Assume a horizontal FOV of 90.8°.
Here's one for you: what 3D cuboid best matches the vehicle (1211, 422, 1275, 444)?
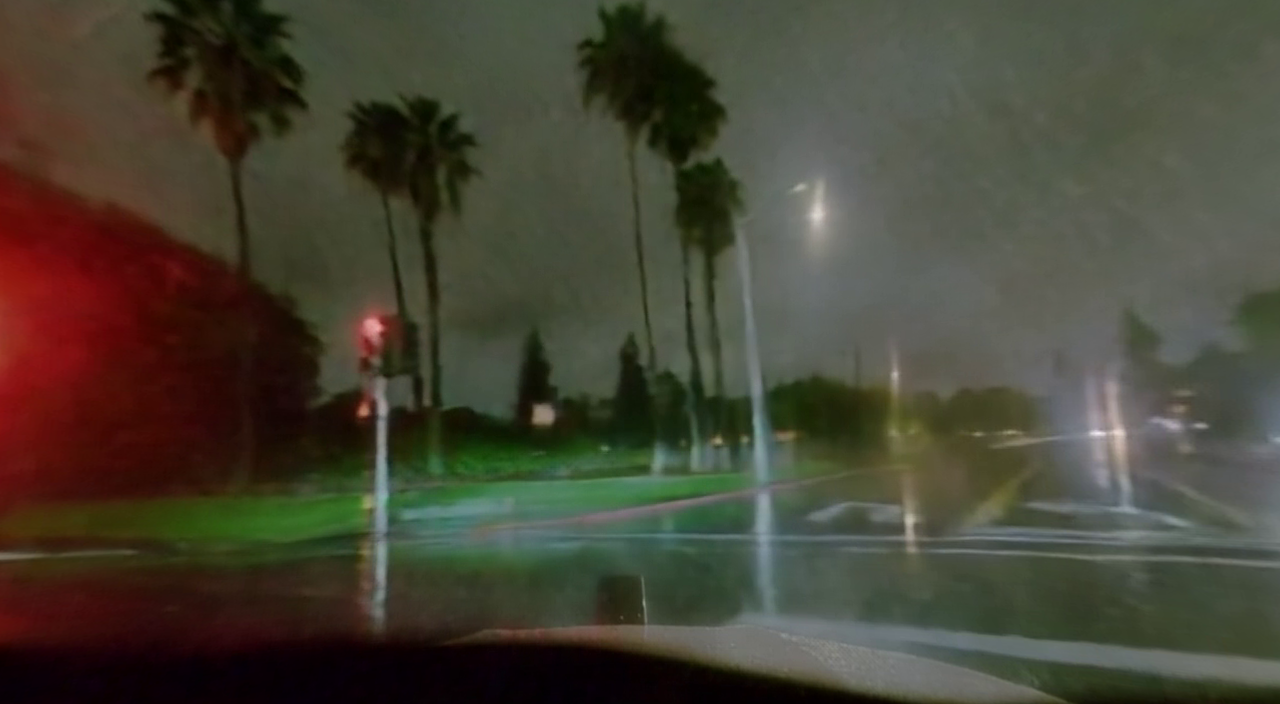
[{"bbox_3d":[43.976,5.958,46.158,1.779,1.445,4.309,-3,-9,21],"label":"vehicle"}]
